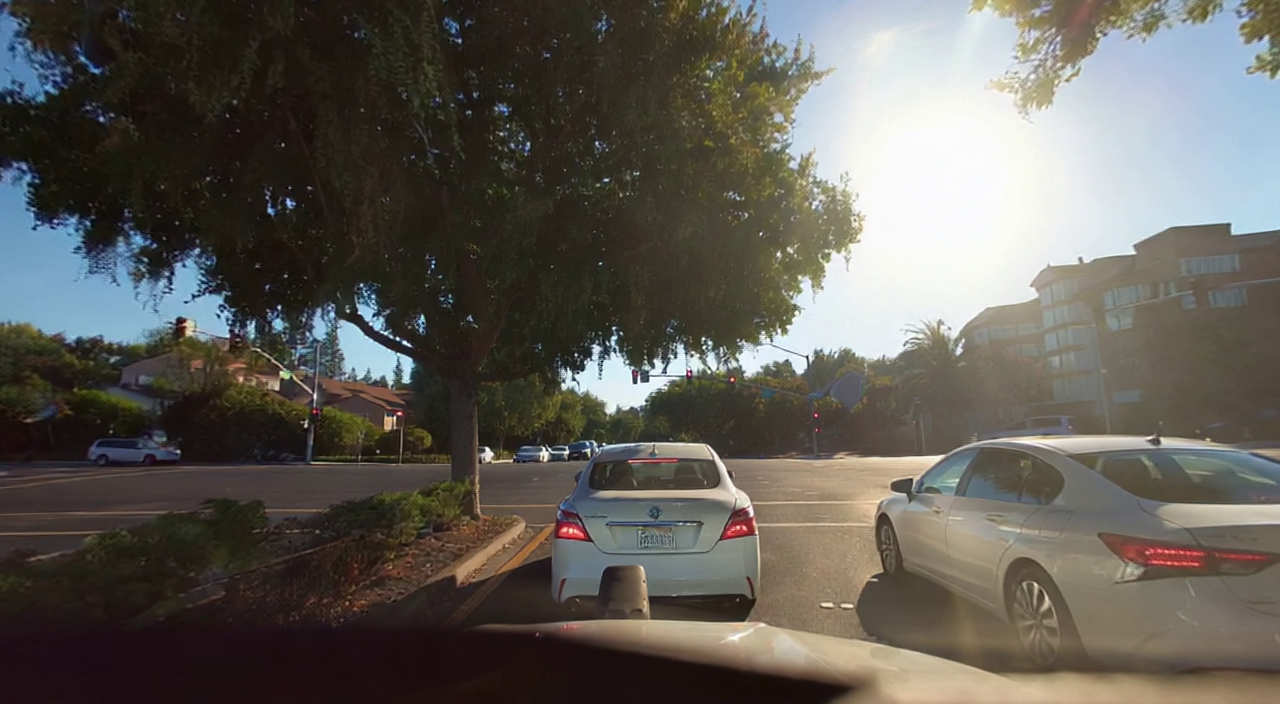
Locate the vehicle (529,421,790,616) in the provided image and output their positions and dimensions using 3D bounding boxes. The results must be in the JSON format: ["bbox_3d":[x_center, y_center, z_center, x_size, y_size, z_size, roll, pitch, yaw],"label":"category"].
[{"bbox_3d":[0.110,1.569,6.865,2.017,1.485,3.813,0,-8,-1],"label":"vehicle"}]

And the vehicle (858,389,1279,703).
[{"bbox_3d":[3.176,1.125,3.892,1.931,1.493,4.555,0,-8,-1],"label":"vehicle"}]

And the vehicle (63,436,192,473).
[{"bbox_3d":[-24.275,4.865,29.983,4.450,1.684,1.894,0,-8,0],"label":"vehicle"}]
